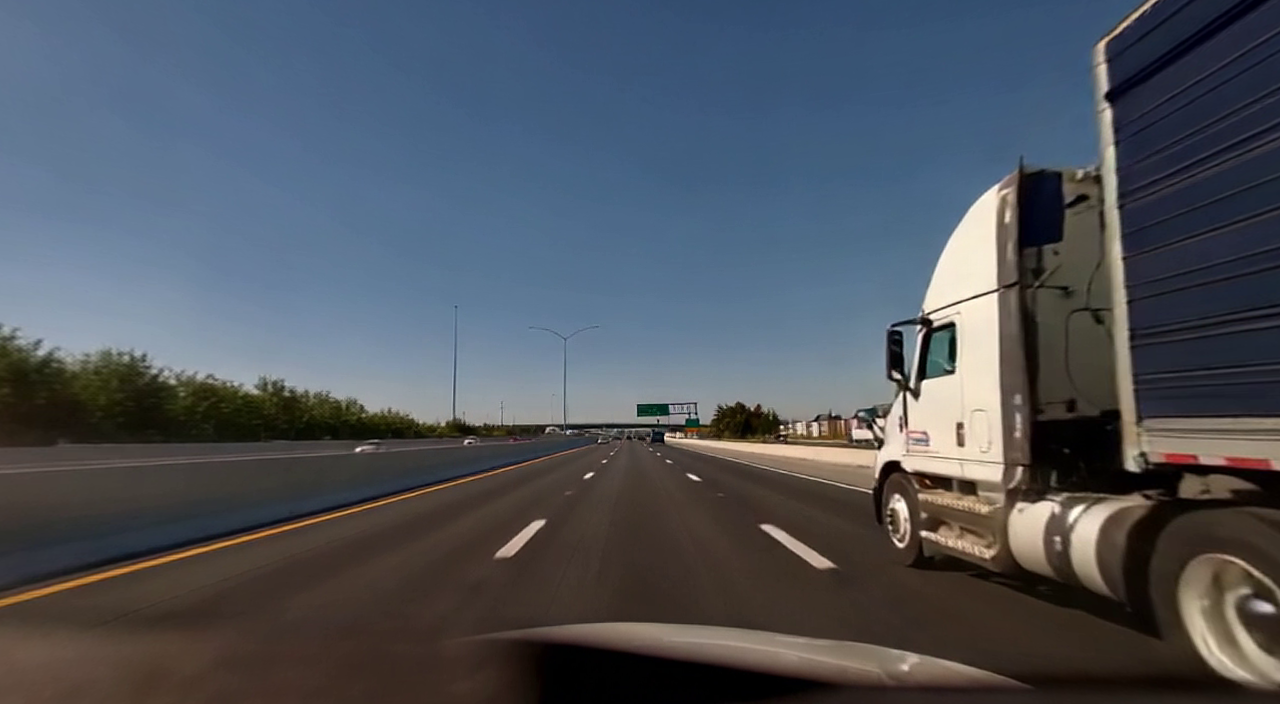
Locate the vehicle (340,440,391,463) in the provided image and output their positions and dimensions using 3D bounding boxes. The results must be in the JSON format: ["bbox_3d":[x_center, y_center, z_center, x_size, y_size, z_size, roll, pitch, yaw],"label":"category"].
[{"bbox_3d":[-19.264,6.958,44.309,1.821,1.538,3.824,0,-8,0],"label":"vehicle"}]
